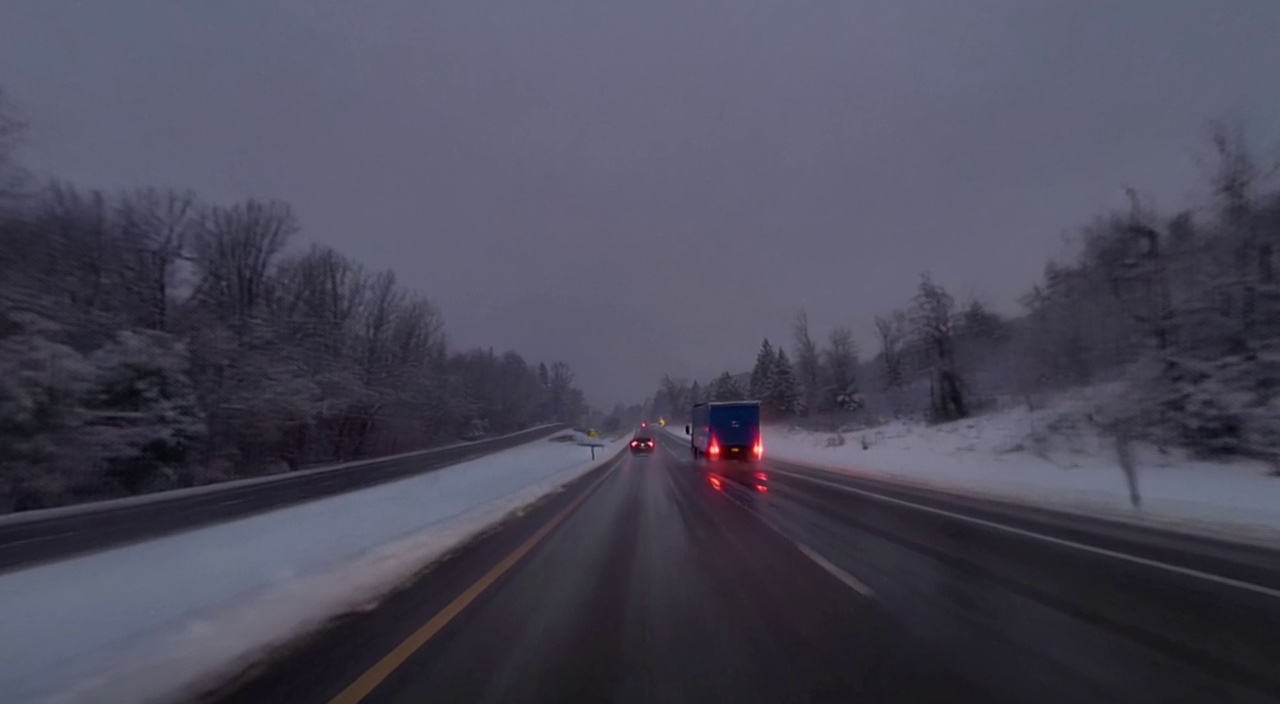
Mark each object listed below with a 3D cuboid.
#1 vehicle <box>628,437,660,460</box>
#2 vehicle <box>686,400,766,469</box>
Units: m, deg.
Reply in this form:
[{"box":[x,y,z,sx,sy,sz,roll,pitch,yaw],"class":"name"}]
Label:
[{"box":[0.291,6.781,44.235,2.170,1.544,4.373,0,-8,0],"class":"vehicle"},{"box":[4.337,4.473,33.555,3.015,3.211,7.982,0,-8,-1],"class":"vehicle"}]
